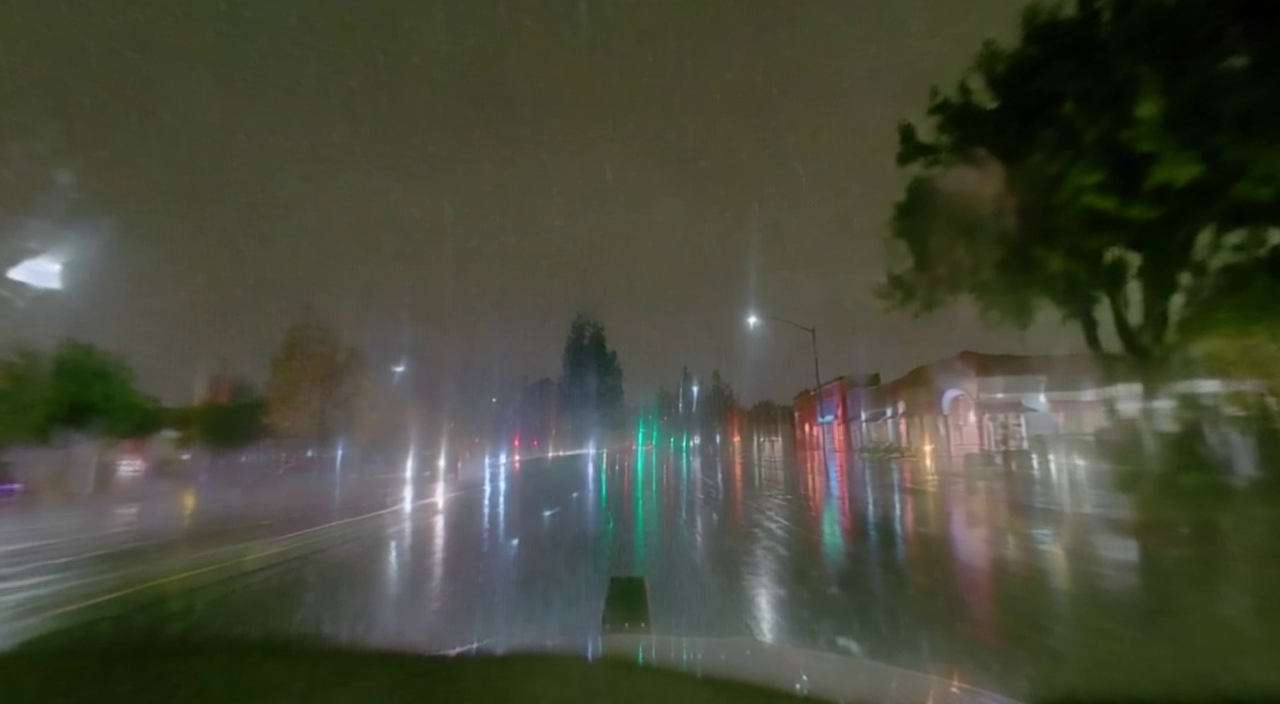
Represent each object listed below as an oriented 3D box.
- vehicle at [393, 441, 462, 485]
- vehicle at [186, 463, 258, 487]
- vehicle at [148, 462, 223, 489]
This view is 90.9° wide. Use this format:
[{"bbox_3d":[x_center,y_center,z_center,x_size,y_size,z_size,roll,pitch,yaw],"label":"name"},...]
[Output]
[{"bbox_3d":[-9.736,5.090,29.190,2.012,1.756,4.268,-2,-8,-4],"label":"vehicle"},{"bbox_3d":[-28.486,8.361,43.138,1.865,1.391,4.516,0,-8,0],"label":"vehicle"},{"bbox_3d":[-30.884,8.363,43.004,1.903,1.517,4.497,-3,-8,-3],"label":"vehicle"}]
